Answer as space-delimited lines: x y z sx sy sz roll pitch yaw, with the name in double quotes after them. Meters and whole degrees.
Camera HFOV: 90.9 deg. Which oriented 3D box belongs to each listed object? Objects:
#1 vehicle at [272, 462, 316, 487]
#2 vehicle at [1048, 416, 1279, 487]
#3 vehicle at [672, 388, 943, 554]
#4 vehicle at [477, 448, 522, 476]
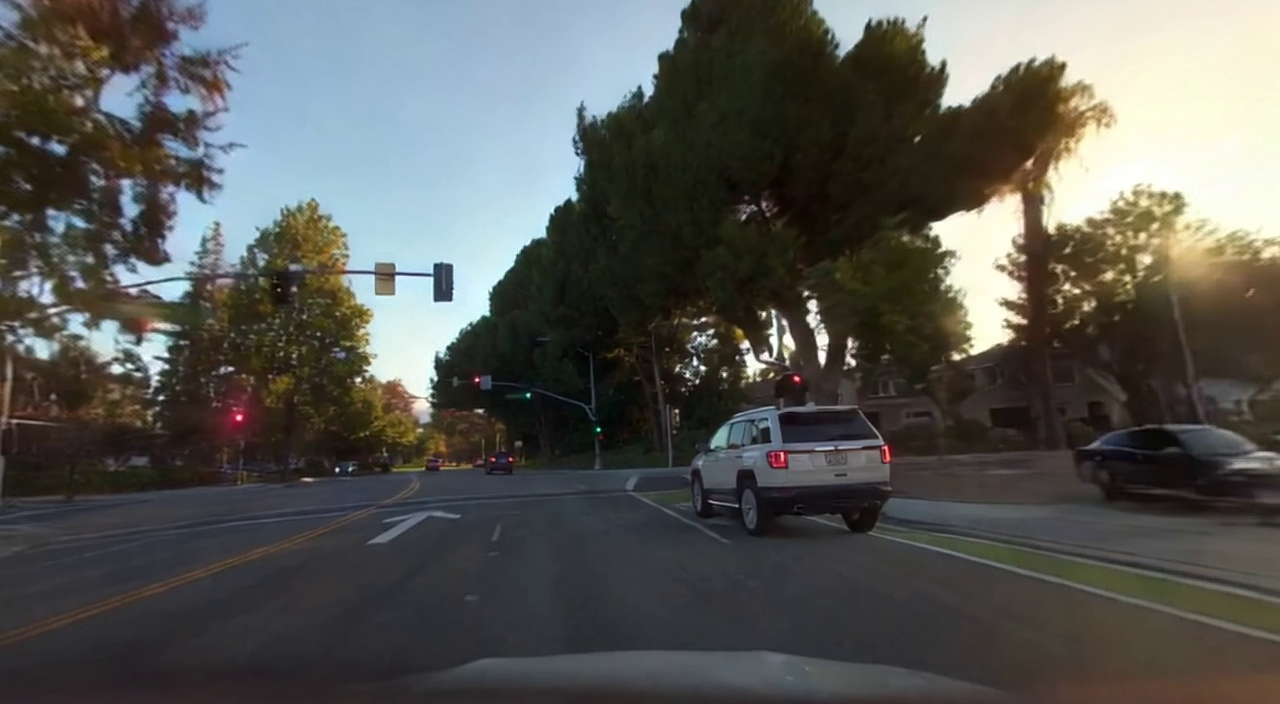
-25.208 8.927 46.042 1.955 1.509 4.640 -1 -8 -18 "vehicle"
12.385 2.361 15.044 3.823 1.527 1.986 -1 -9 1 "vehicle"
2.311 1.914 10.889 2.338 2.063 5.592 1 -9 -10 "vehicle"
-9.277 7.156 41.332 2.138 1.729 4.178 3 -9 -22 "vehicle"
